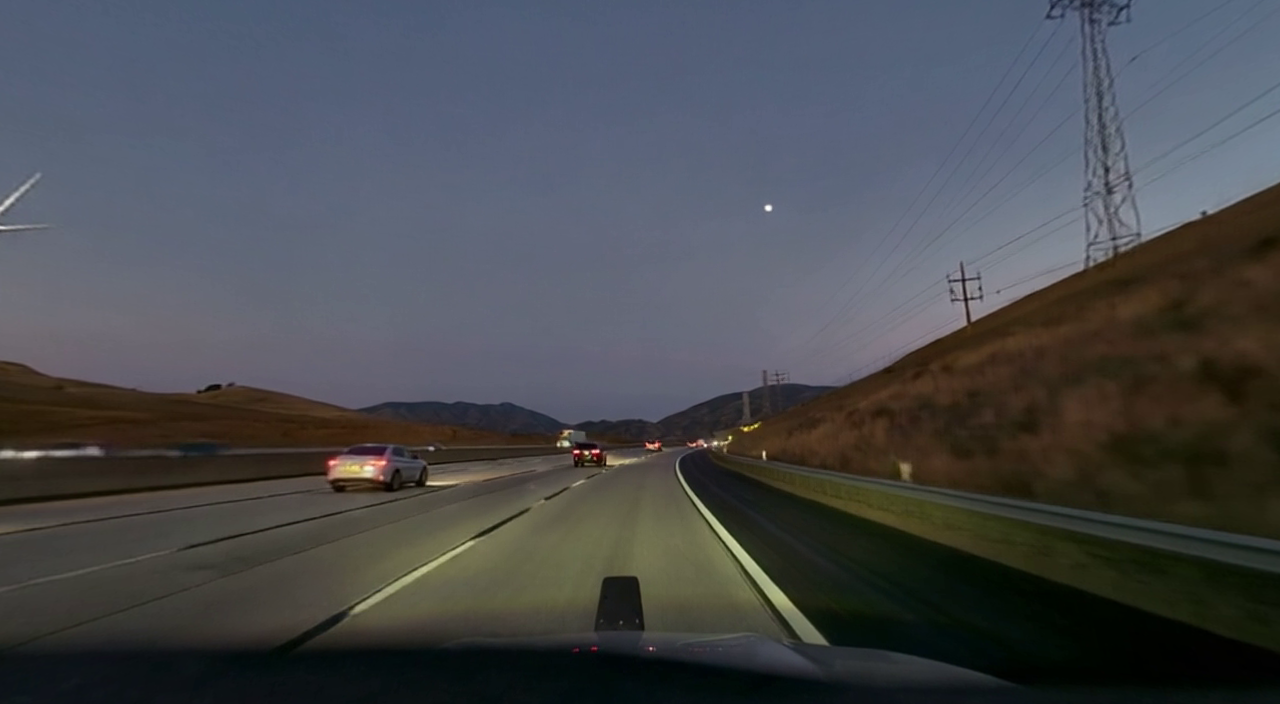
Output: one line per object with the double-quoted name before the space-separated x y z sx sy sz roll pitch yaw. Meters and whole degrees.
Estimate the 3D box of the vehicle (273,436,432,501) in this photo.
"vehicle" -7.680 3.159 17.495 2.015 1.537 4.728 0 -9 3

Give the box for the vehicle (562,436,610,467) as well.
"vehicle" -3.051 5.742 36.490 2.118 1.702 4.355 -1 -9 4

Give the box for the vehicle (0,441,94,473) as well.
"vehicle" -31.829 5.481 33.131 1.843 1.578 4.664 0 -9 3

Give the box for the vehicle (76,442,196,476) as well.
"vehicle" -24.441 5.198 30.791 1.871 1.501 4.593 -1 -9 3
